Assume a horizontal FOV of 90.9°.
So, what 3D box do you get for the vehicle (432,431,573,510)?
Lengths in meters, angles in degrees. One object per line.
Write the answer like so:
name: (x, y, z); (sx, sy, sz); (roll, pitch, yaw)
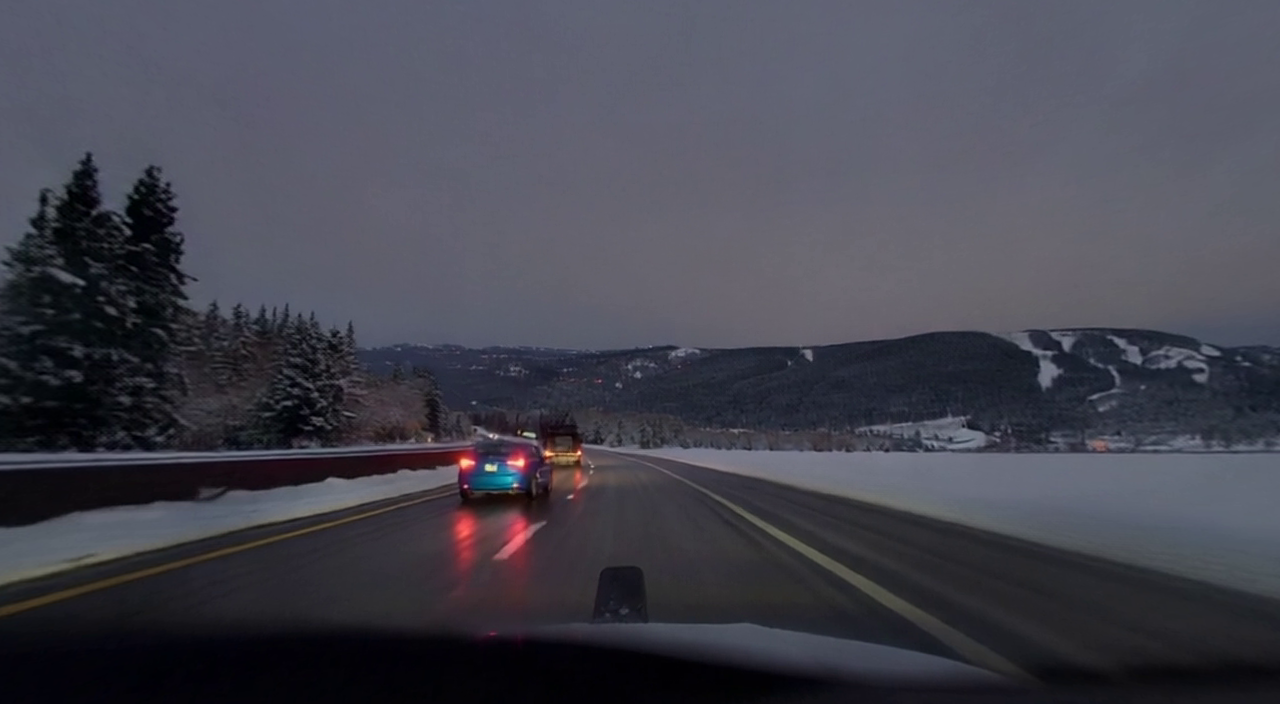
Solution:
vehicle: (-2.906, 2.620, 14.522); (2.097, 1.511, 4.585); (0, -8, 2)
